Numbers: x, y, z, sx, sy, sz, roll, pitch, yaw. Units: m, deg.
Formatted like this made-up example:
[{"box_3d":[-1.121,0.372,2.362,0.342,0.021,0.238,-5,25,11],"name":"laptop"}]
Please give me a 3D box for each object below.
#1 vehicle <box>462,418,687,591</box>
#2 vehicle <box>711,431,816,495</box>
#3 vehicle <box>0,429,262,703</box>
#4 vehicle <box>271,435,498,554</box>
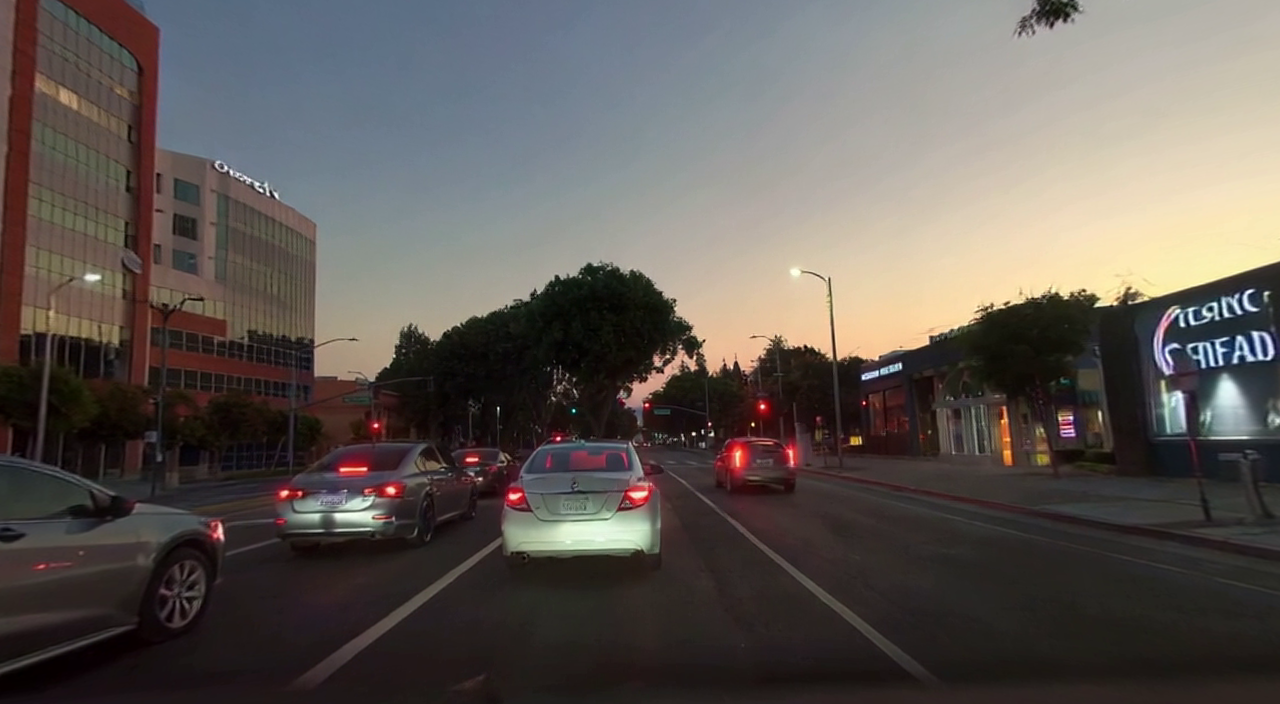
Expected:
[{"box_3d":[-0.633,1.689,7.792,2.042,1.555,3.912,0,-9,-1],"name":"vehicle"},{"box_3d":[3.497,3.255,18.838,2.097,1.651,4.300,0,-9,-2],"name":"vehicle"},{"box_3d":[-4.185,1.096,2.970,2.020,1.457,4.496,0,-9,0],"name":"vehicle"},{"box_3d":[-3.735,2.135,10.194,1.950,1.487,4.130,0,-9,0],"name":"vehicle"}]
